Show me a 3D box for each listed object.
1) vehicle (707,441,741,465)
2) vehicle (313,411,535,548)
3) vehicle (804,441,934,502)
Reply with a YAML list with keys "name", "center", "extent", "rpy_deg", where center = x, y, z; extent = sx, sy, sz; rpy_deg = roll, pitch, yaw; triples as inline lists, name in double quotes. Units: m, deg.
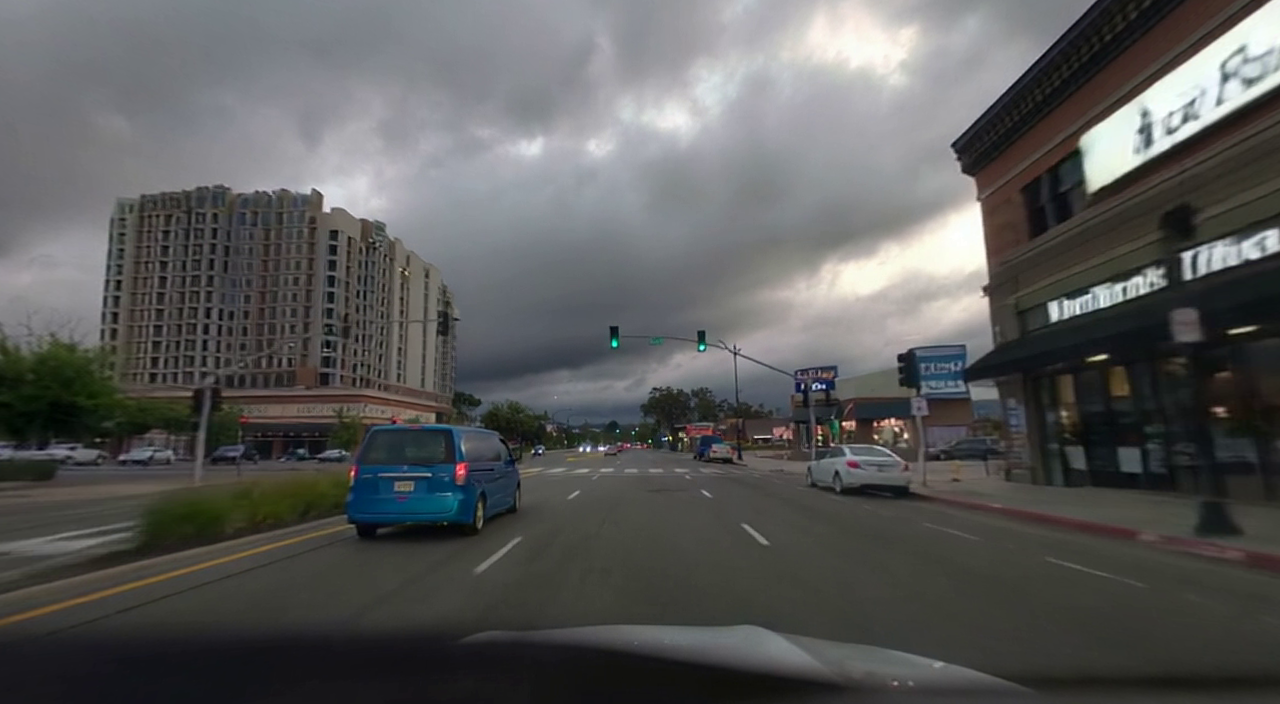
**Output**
- name: "vehicle"
  center: [6.355, 7.661, 47.986]
  extent: [1.942, 1.753, 4.912]
  rpy_deg: [0, -8, 0]
- name: "vehicle"
  center: [-3.054, 1.891, 9.898]
  extent: [2.080, 1.722, 3.766]
  rpy_deg: [0, -8, 1]
- name: "vehicle"
  center: [6.459, 3.398, 18.440]
  extent: [1.967, 1.534, 4.683]
  rpy_deg: [0, -8, -1]
